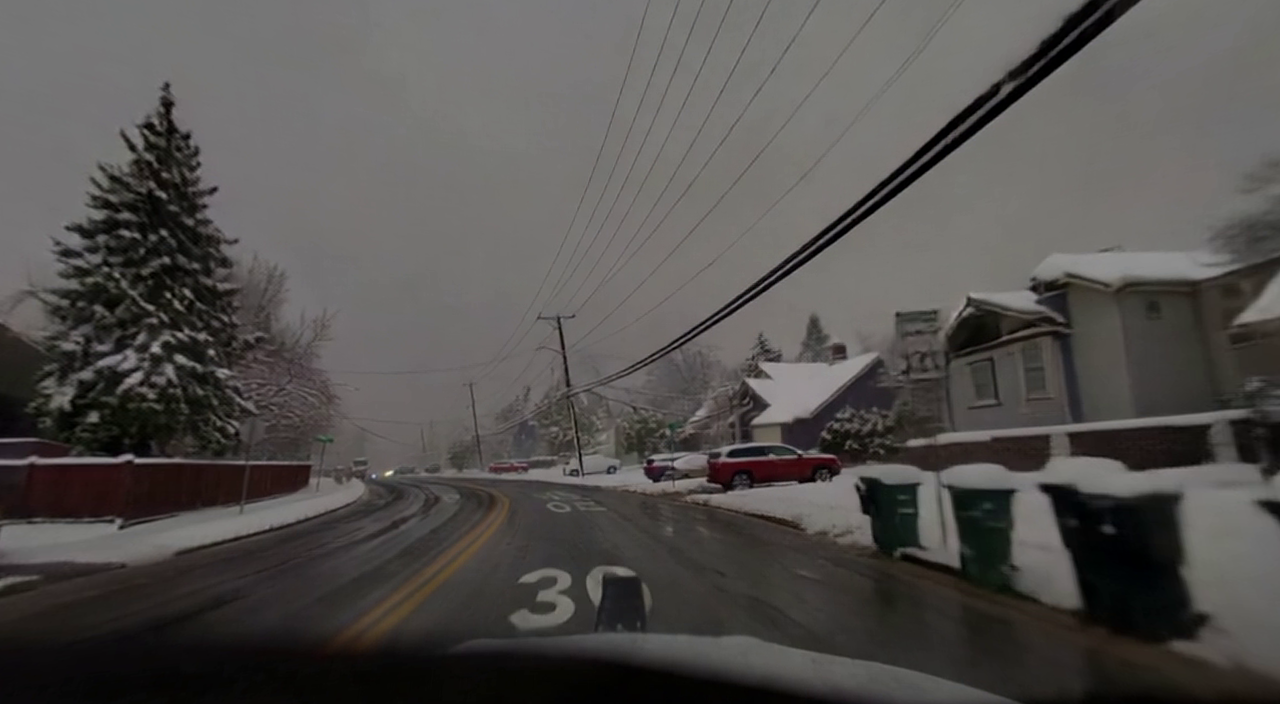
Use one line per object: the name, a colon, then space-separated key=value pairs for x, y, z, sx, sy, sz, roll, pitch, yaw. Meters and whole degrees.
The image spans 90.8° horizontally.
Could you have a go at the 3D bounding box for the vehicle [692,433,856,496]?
vehicle: x=4.775 y=4.078 z=22.926 sx=5.229 sy=1.790 sz=2.153 roll=-2 pitch=-11 yaw=-12

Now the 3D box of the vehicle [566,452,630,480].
vehicle: x=-3.181 y=8.507 z=47.361 sx=4.337 sy=1.768 sz=1.962 roll=2 pitch=-9 yaw=-23
